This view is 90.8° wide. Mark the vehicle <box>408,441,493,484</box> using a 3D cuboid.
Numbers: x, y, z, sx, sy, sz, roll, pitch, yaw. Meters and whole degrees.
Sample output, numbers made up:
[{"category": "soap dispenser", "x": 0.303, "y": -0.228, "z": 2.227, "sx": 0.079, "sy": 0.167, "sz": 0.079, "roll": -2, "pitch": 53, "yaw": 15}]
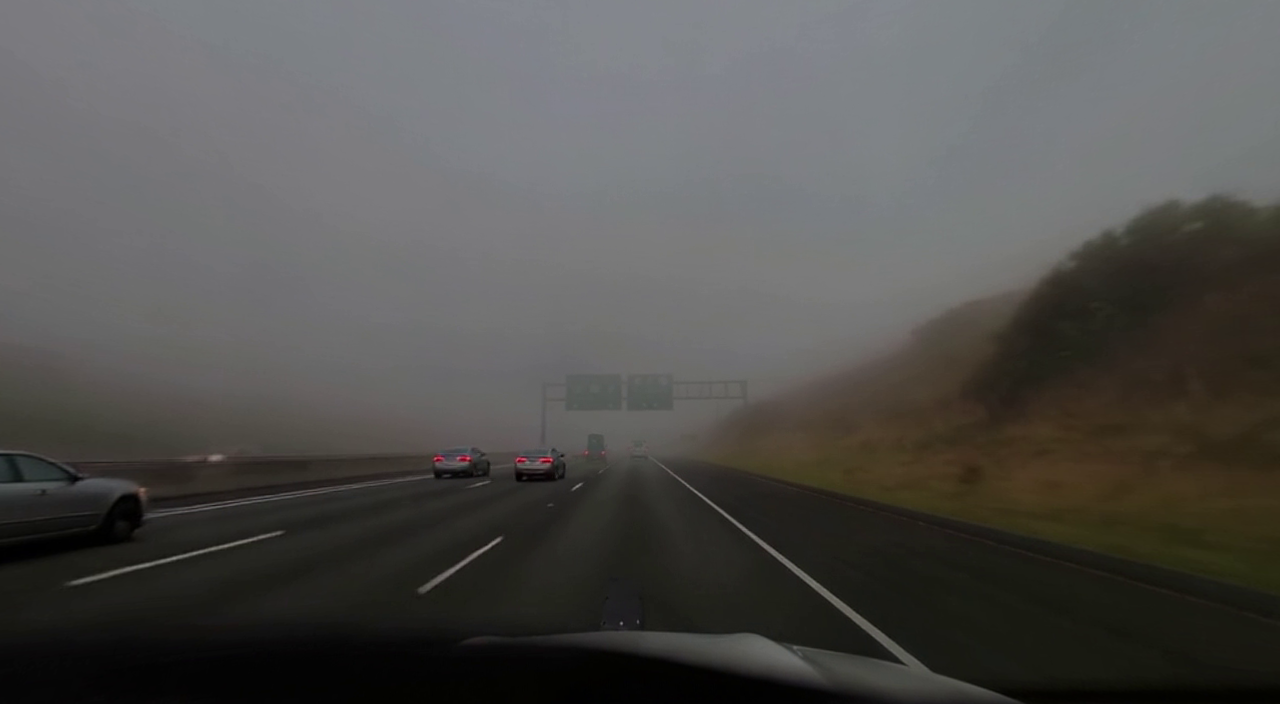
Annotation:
[{"category": "vehicle", "x": -7.528, "y": 4.424, "z": 25.543, "sx": 2.091, "sy": 1.558, "sz": 4.220, "roll": 0, "pitch": -9, "yaw": 0}]

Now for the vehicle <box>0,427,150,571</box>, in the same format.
[{"category": "vehicle", "x": -7.788, "y": 1.494, "z": 6.262, "sx": 2.009, "sy": 1.500, "sz": 4.741, "roll": 0, "pitch": -9, "yaw": 0}]

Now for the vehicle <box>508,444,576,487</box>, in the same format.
[{"category": "vehicle", "x": -3.582, "y": 4.219, "z": 23.731, "sx": 1.924, "sy": 1.436, "sz": 3.915, "roll": 0, "pitch": -9, "yaw": 0}]
